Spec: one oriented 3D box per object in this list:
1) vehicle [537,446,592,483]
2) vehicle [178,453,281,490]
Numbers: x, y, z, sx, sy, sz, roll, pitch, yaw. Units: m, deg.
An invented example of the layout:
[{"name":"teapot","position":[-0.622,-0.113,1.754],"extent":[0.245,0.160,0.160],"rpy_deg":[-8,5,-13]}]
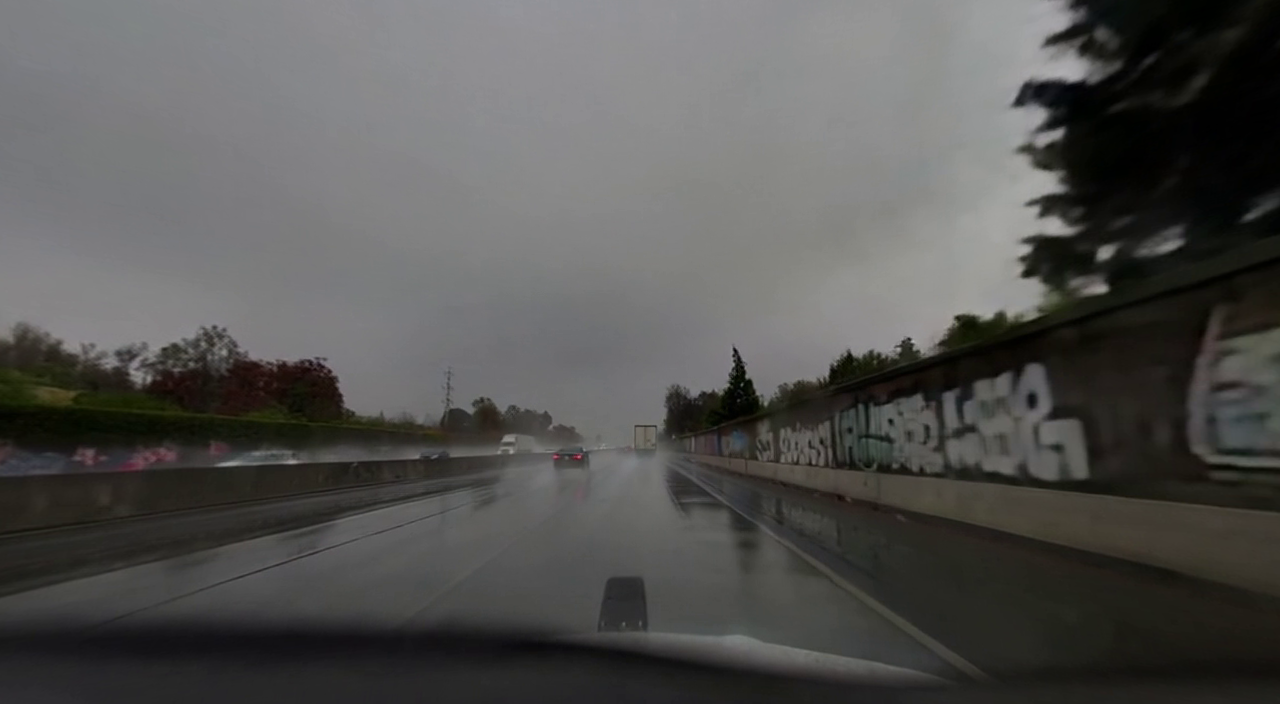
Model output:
[{"name":"vehicle","position":[-3.205,4.861,27.530],"extent":[1.803,1.466,4.509],"rpy_deg":[0,-9,1]},{"name":"vehicle","position":[-18.336,5.328,28.389],"extent":[1.776,1.488,4.159],"rpy_deg":[0,-9,0]}]
